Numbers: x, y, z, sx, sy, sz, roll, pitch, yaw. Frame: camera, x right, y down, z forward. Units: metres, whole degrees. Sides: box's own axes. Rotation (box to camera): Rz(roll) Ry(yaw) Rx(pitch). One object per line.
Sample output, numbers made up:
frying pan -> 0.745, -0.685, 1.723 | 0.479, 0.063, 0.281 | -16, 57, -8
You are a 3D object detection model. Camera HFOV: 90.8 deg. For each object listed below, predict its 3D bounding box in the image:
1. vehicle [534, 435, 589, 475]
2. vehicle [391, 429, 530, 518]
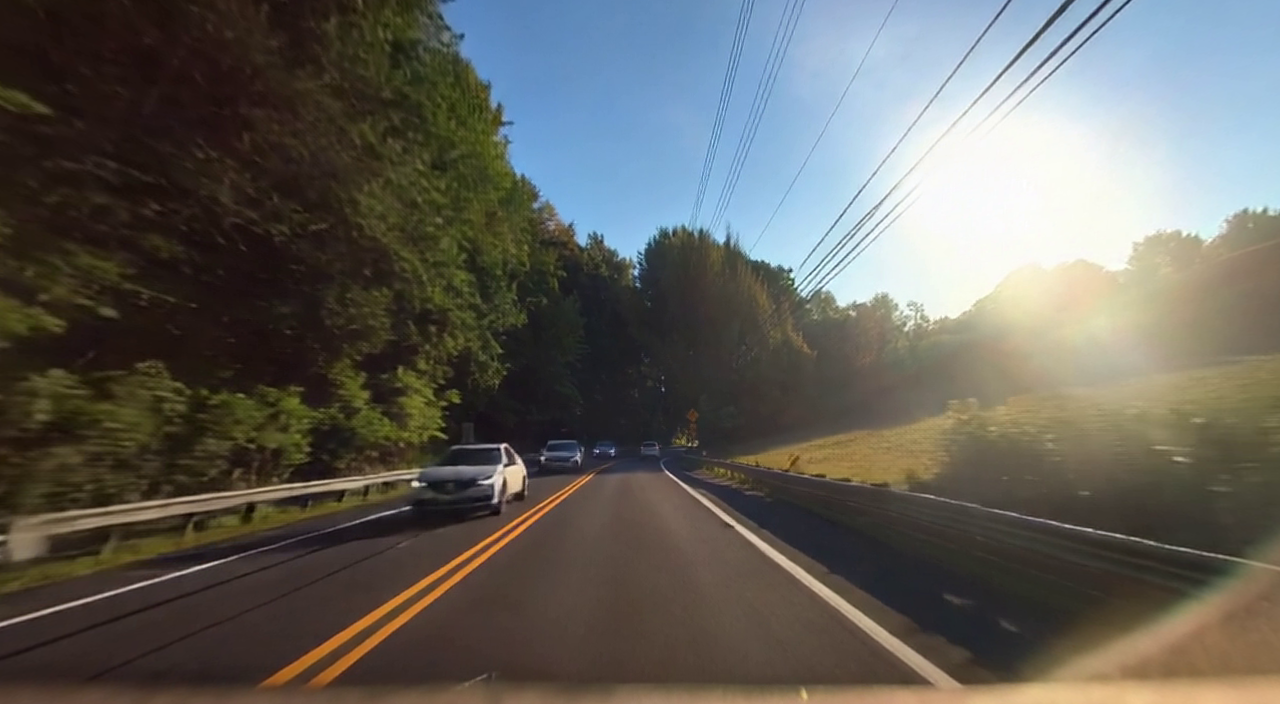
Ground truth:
vehicle -> -3.816, 5.119, 31.579 | 2.120, 1.821, 4.650 | 0, -9, 1
vehicle -> -3.945, 2.732, 14.712 | 2.013, 1.743, 4.205 | 0, -9, 0
